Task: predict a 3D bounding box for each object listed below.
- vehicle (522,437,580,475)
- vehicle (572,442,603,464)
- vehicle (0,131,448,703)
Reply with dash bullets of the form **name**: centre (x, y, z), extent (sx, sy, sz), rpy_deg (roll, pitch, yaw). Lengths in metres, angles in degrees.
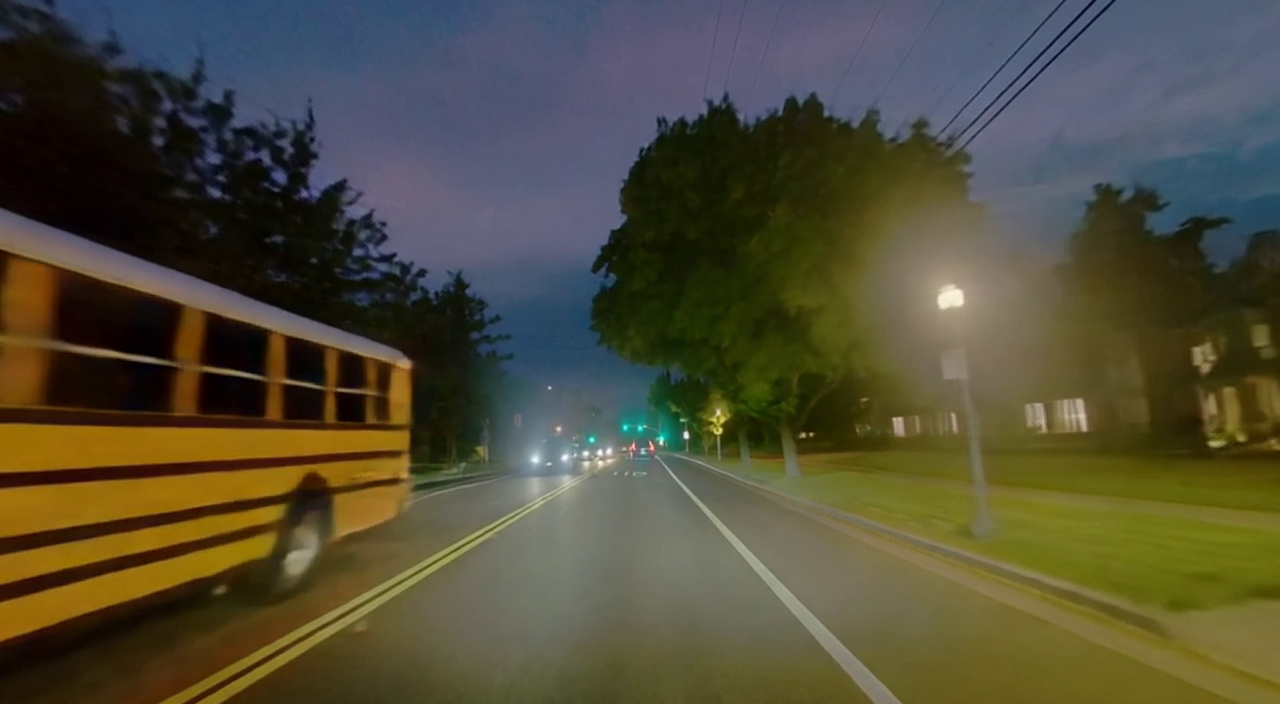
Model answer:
- **vehicle**: centre (-4.232, 5.037, 30.726), extent (2.069, 1.707, 4.385), rpy_deg (0, -8, 1)
- **vehicle**: centre (-3.944, 7.608, 47.640), extent (1.905, 1.510, 4.172), rpy_deg (0, -8, 1)
- **vehicle**: centre (-4.340, 0.634, 4.306), extent (2.966, 2.818, 9.113), rpy_deg (0, -8, 1)
